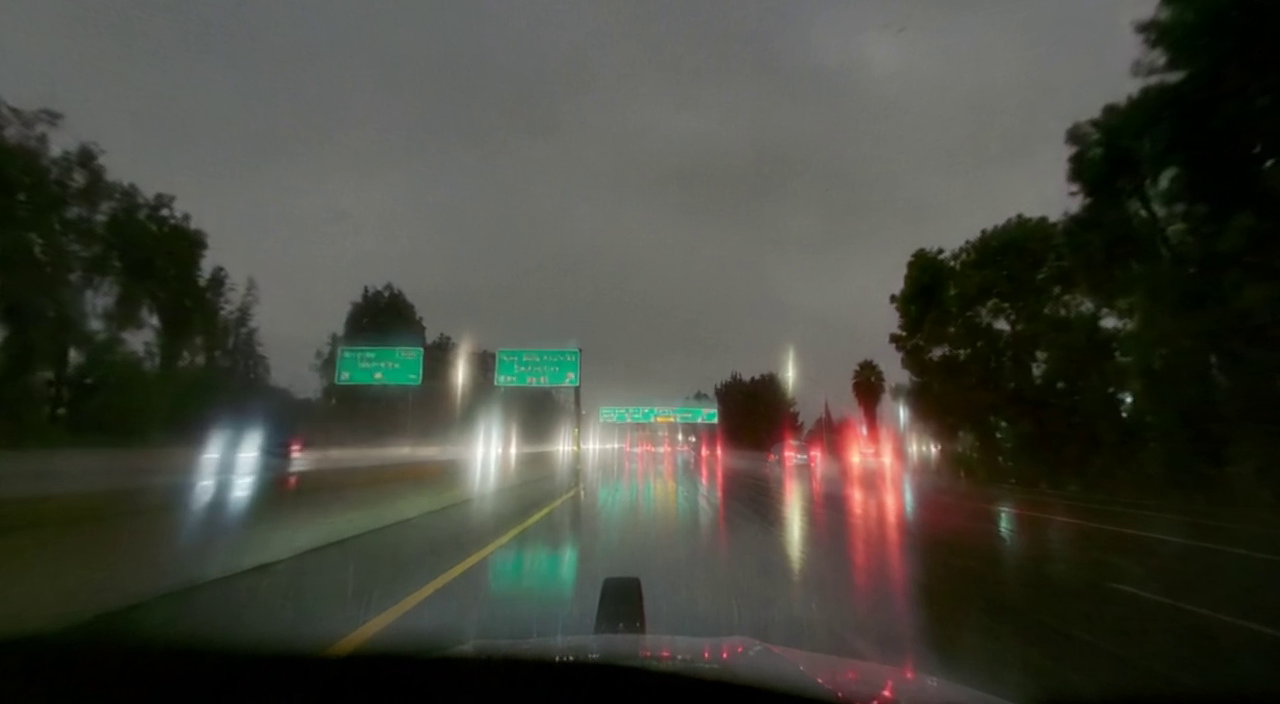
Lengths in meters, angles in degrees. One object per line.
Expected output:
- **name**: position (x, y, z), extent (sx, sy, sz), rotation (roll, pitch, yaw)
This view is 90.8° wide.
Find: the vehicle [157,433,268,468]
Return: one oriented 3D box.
- **vehicle**: position (-19.475, 4.535, 29.082), extent (1.920, 1.478, 4.587), rotation (0, -9, 0)
